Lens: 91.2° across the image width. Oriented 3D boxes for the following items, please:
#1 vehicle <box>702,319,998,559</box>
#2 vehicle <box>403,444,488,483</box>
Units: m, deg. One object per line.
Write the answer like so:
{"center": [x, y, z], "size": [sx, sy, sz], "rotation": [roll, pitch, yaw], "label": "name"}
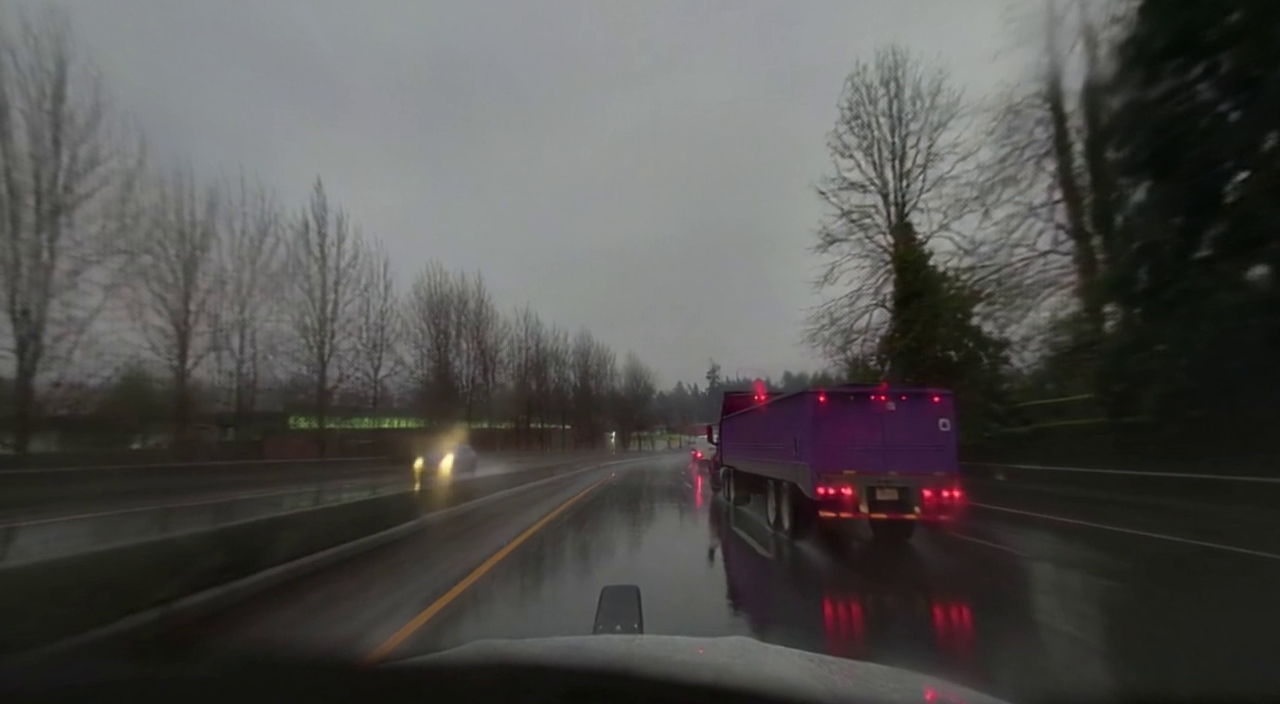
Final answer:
{"center": [3.816, 2.365, 16.601], "size": [2.916, 3.563, 14.462], "rotation": [0, -9, 0], "label": "vehicle"}
{"center": [-8.265, 4.775, 27.157], "size": [1.962, 1.539, 4.572], "rotation": [-1, -9, 4], "label": "vehicle"}
